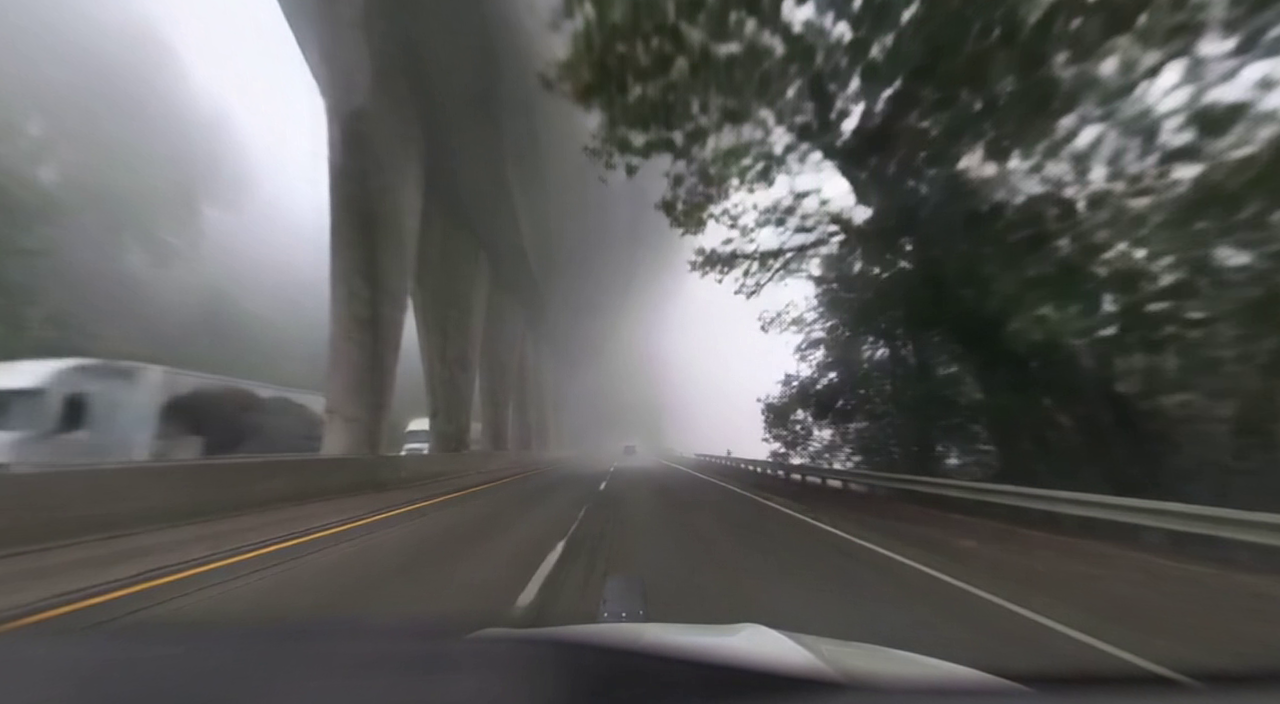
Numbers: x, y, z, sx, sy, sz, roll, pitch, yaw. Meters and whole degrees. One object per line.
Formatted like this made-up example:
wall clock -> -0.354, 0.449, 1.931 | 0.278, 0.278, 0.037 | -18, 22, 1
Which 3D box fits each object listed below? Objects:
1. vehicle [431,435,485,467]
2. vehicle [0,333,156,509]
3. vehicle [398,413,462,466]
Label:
vehicle -> -11.959, 6.574, 41.808 | 2.118, 1.943, 5.285 | 0, -9, -1
vehicle -> -16.242, 1.856, 16.232 | 2.910, 4.025, 5.493 | 0, -9, -1
vehicle -> -16.492, 7.008, 49.951 | 3.008, 3.916, 5.886 | 0, -9, -1
